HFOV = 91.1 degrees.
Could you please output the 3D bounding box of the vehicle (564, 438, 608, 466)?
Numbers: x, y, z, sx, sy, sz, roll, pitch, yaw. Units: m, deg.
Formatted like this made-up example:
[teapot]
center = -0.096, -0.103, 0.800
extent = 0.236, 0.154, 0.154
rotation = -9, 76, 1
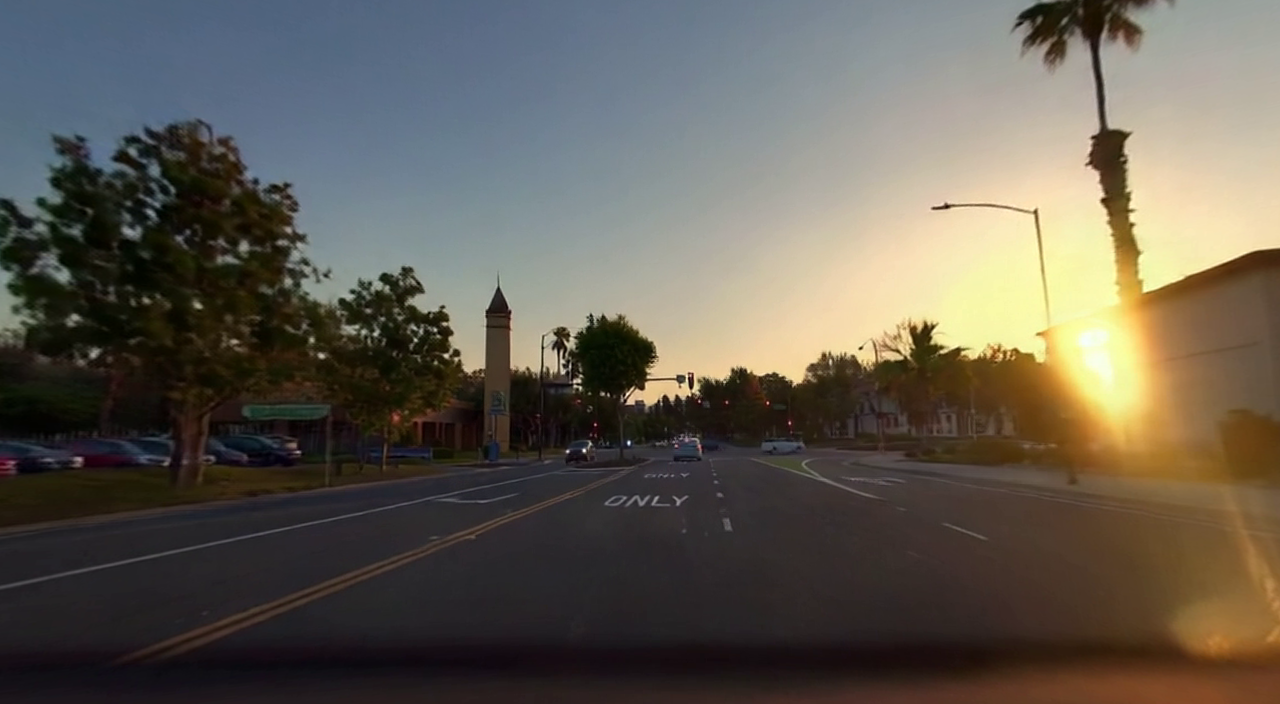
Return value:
[vehicle]
center = -4.002, 7.568, 47.629
extent = 2.366, 1.941, 5.823
rotation = -1, -9, 4
